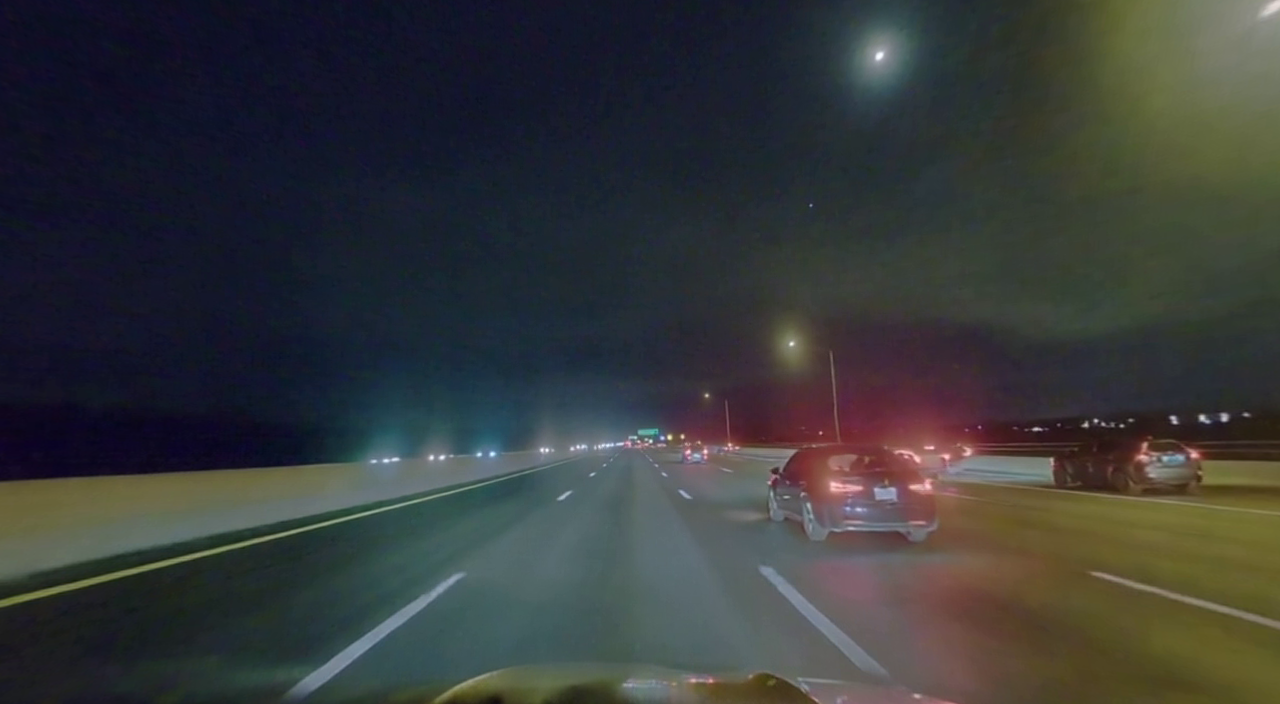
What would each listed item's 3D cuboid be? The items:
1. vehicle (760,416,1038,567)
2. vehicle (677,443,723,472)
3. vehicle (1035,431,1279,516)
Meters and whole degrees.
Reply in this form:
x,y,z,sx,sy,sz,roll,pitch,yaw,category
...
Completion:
x,y,z,sx,sy,sz,roll,pitch,yaw,category
3.215,1.836,9.113,1.977,1.601,4.598,0,-9,-1,vehicle
3.252,5.808,34.916,2.038,1.477,4.313,0,-9,-1,vehicle
10.900,2.567,13.800,1.844,1.560,4.085,0,-9,0,vehicle
